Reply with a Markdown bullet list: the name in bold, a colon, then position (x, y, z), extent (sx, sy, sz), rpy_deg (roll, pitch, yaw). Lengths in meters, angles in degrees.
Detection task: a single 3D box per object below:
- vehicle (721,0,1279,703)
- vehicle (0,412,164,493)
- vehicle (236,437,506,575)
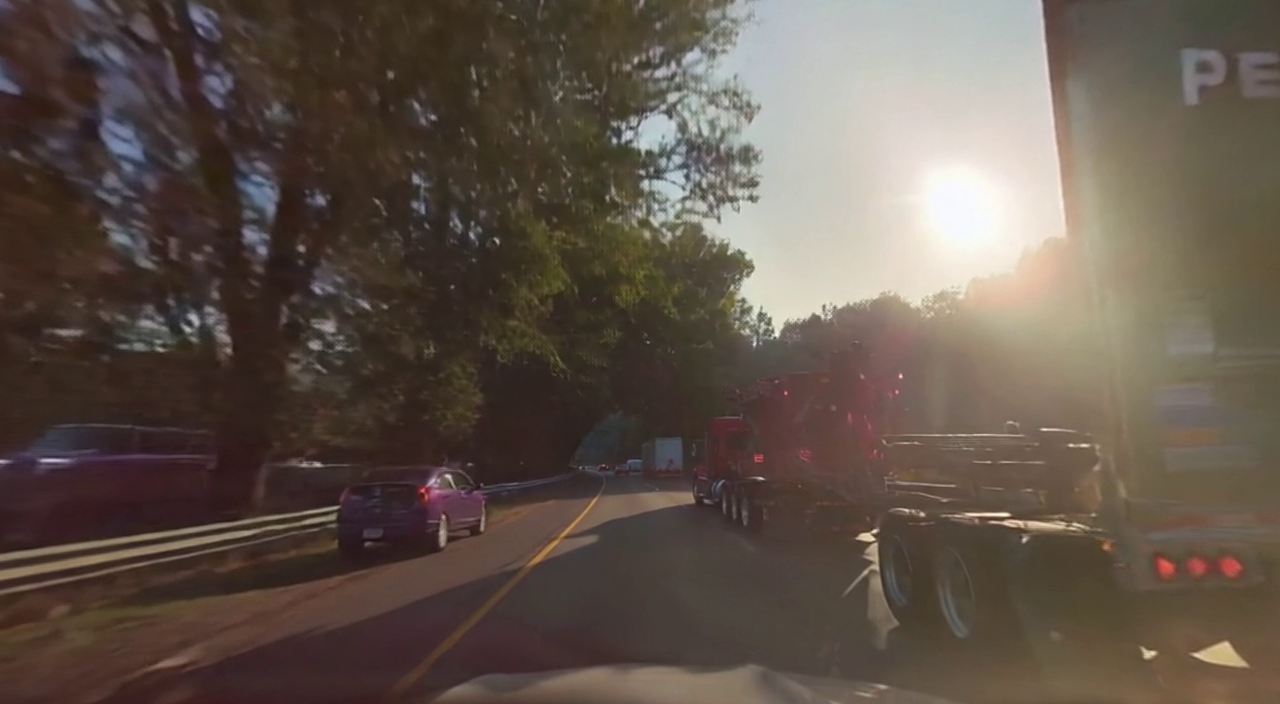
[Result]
- **vehicle**: position (3.604, 0.984, 9.341), extent (2.856, 4.040, 14.009), rpy_deg (1, -10, 0)
- **vehicle**: position (-16.149, 2.800, 17.419), extent (2.114, 1.913, 4.865), rpy_deg (1, -10, 0)
- **vehicle**: position (-3.699, 2.262, 9.956), extent (2.010, 1.580, 4.949), rpy_deg (1, -10, 1)
